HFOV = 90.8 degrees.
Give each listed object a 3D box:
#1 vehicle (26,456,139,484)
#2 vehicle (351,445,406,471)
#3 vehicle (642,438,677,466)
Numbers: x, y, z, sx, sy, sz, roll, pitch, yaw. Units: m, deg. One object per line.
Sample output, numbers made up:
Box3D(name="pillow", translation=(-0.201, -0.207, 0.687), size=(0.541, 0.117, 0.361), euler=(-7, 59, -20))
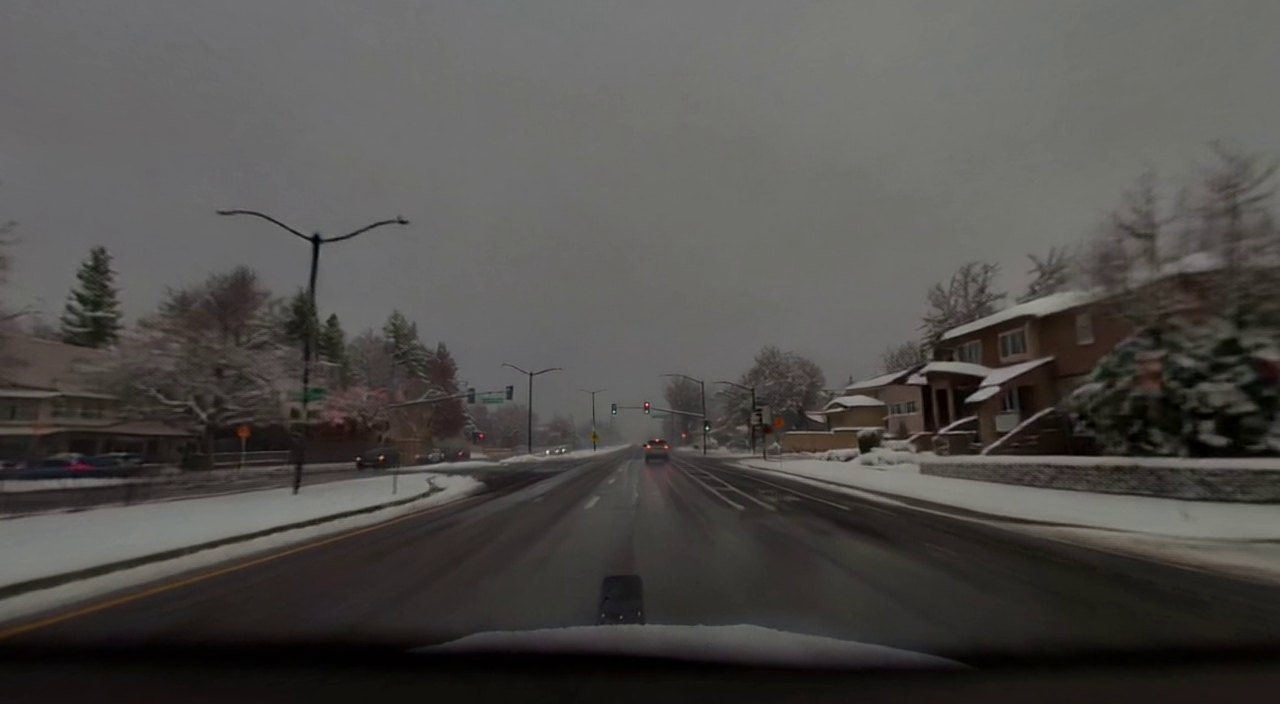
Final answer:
Box3D(name="vehicle", translation=(-32.734, 6.908, 37.263), size=(2.057, 1.447, 4.433), euler=(-4, -9, 21))
Box3D(name="vehicle", translation=(-19.102, 7.782, 46.431), size=(1.963, 1.782, 4.520), euler=(0, -9, 2))
Box3D(name="vehicle", translation=(1.352, 7.156, 45.463), size=(2.273, 1.851, 5.075), euler=(0, -9, -1))
